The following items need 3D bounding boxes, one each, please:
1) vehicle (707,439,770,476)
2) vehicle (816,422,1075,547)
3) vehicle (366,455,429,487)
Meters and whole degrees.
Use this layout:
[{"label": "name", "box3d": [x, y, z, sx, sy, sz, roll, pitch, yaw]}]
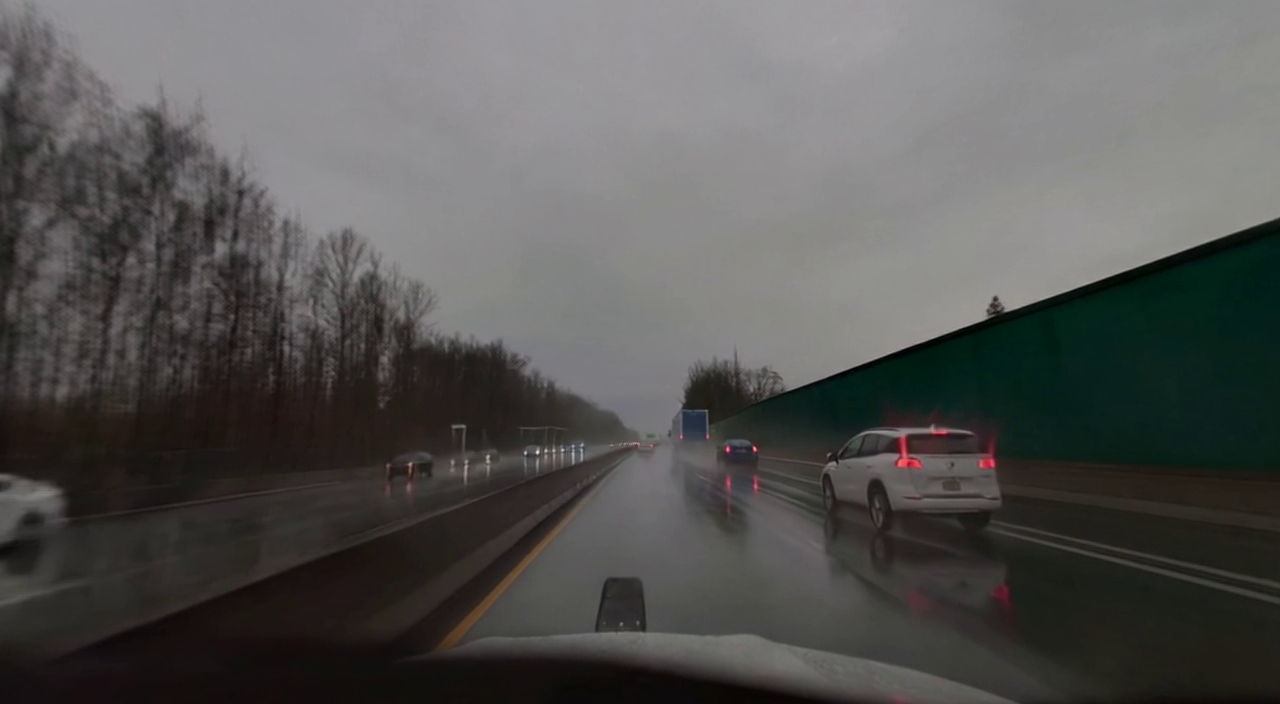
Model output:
[{"label": "vehicle", "box3d": [4.271, 4.635, 27.995, 2.000, 1.473, 4.440, 1, -8, -1]}, {"label": "vehicle", "box3d": [4.374, 1.940, 9.893, 1.940, 1.539, 4.005, 1, -8, -2]}, {"label": "vehicle", "box3d": [-12.377, 6.070, 32.382, 1.822, 1.462, 3.905, 1, -8, -3]}]
